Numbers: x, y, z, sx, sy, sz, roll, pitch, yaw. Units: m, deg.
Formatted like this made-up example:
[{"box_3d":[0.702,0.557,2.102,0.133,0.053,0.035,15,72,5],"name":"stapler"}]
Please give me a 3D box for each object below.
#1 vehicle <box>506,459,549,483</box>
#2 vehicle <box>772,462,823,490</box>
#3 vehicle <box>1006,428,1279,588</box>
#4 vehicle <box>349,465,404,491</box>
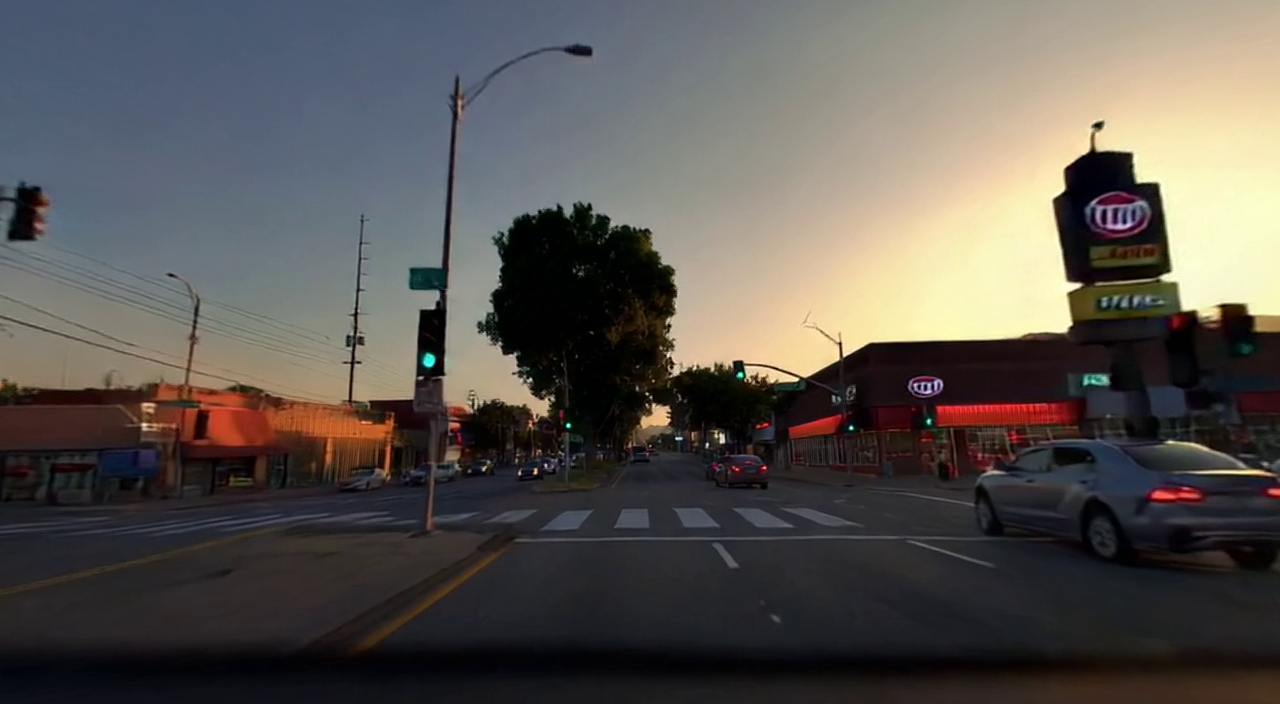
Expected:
[{"box_3d":[-8.018,8.516,45.356,2.225,1.532,4.486,0,-8,1],"name":"vehicle"},{"box_3d":[9.635,7.588,38.937,1.948,1.483,4.645,0,-8,0],"name":"vehicle"},{"box_3d":[7.437,1.989,9.031,1.974,1.679,4.611,-1,-8,5],"name":"vehicle"},{"box_3d":[-18.167,8.673,43.761,1.858,1.493,4.721,0,-8,-1],"name":"vehicle"}]
